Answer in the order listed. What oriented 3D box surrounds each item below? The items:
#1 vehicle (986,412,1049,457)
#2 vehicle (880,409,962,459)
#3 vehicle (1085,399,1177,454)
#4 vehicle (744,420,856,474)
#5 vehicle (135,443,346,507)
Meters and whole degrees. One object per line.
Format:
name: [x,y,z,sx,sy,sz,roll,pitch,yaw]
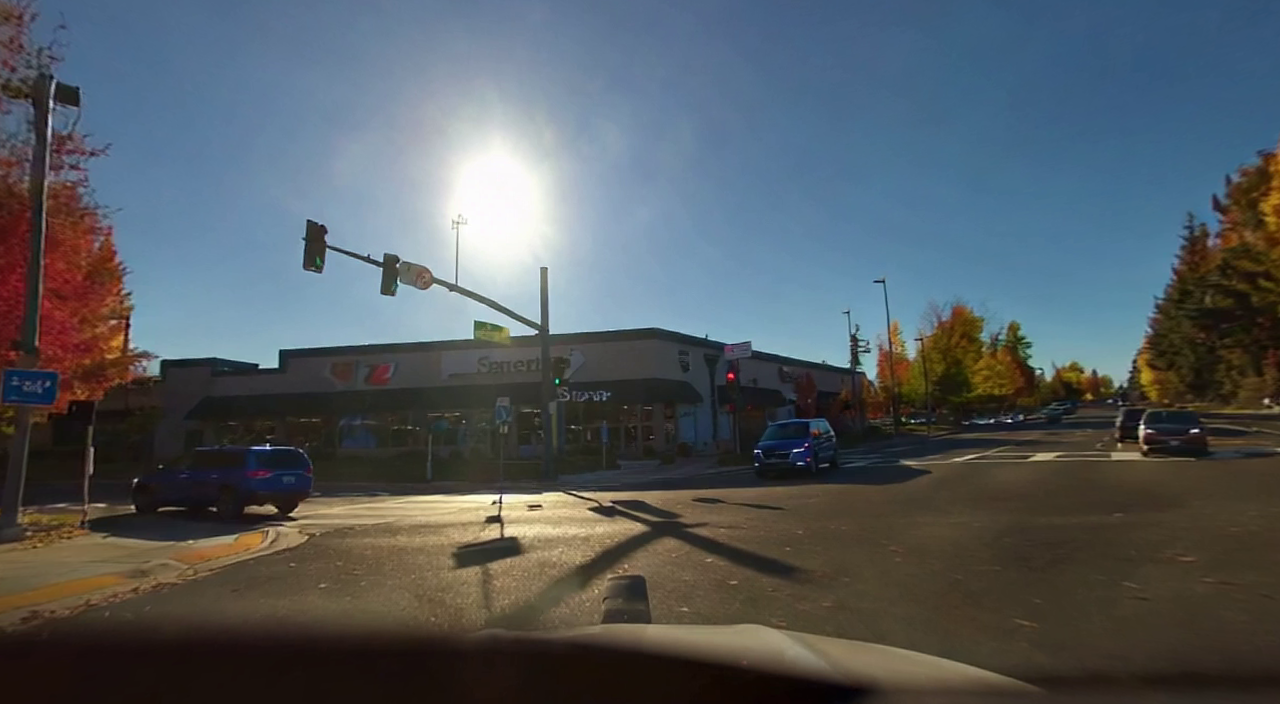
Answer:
vehicle: [15.954,3.510,26.517,1.991,1.688,4.793,-6,-10,32]
vehicle: [12.243,3.587,27.287,2.331,1.971,4.946,-6,-10,33]
vehicle: [19.379,3.056,25.186,2.402,1.924,5.826,-6,-10,34]
vehicle: [6.784,3.850,26.231,2.524,1.834,5.787,-6,-7,35]
vehicle: [-12.199,3.749,19.522,5.110,1.814,2.146,-1,-8,3]
